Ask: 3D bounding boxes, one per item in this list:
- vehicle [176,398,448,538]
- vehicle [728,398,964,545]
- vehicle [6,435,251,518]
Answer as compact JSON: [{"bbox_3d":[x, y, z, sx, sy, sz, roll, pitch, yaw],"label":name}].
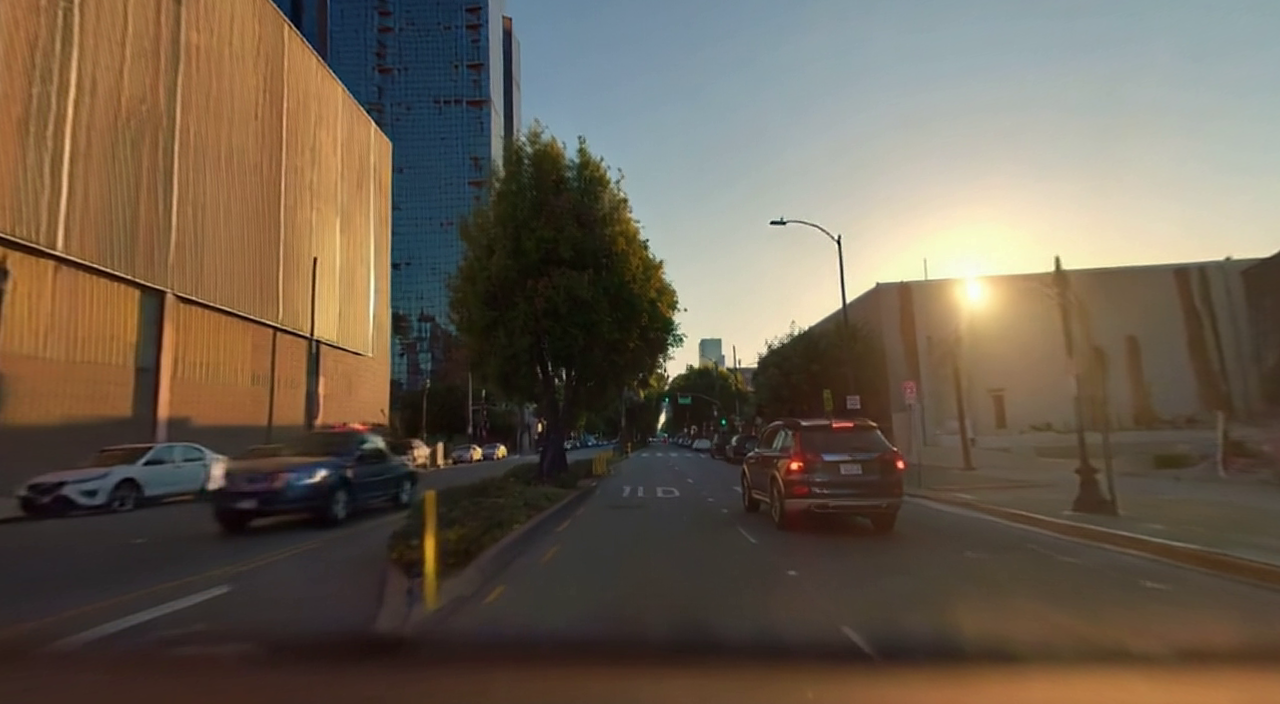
[{"bbox_3d":[-5.198,1.926,11.060,2.030,1.881,4.994,0,-8,0],"label":"vehicle"},{"bbox_3d":[2.981,1.900,10.730,2.118,1.848,5.426,0,-8,-1],"label":"vehicle"},{"bbox_3d":[-12.304,2.986,15.773,1.871,1.721,4.973,0,-8,1],"label":"vehicle"}]
